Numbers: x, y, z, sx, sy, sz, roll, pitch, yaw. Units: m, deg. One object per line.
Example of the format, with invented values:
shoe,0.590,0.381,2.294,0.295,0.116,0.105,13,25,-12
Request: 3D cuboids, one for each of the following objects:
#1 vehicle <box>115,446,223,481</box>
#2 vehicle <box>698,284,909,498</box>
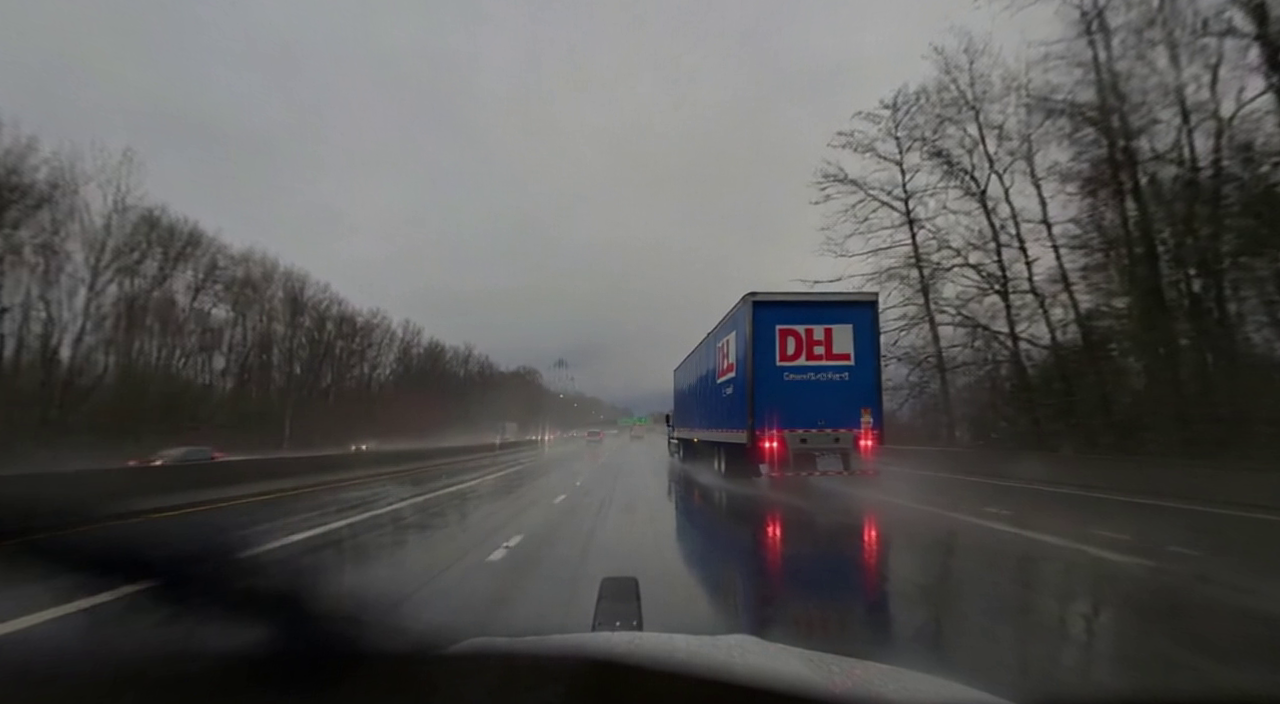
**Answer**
vehicle,-22.932,5.415,30.858,1.932,1.494,4.434,0,-8,-1
vehicle,3.598,1.294,16.851,3.011,4.211,8.926,0,-7,-1
